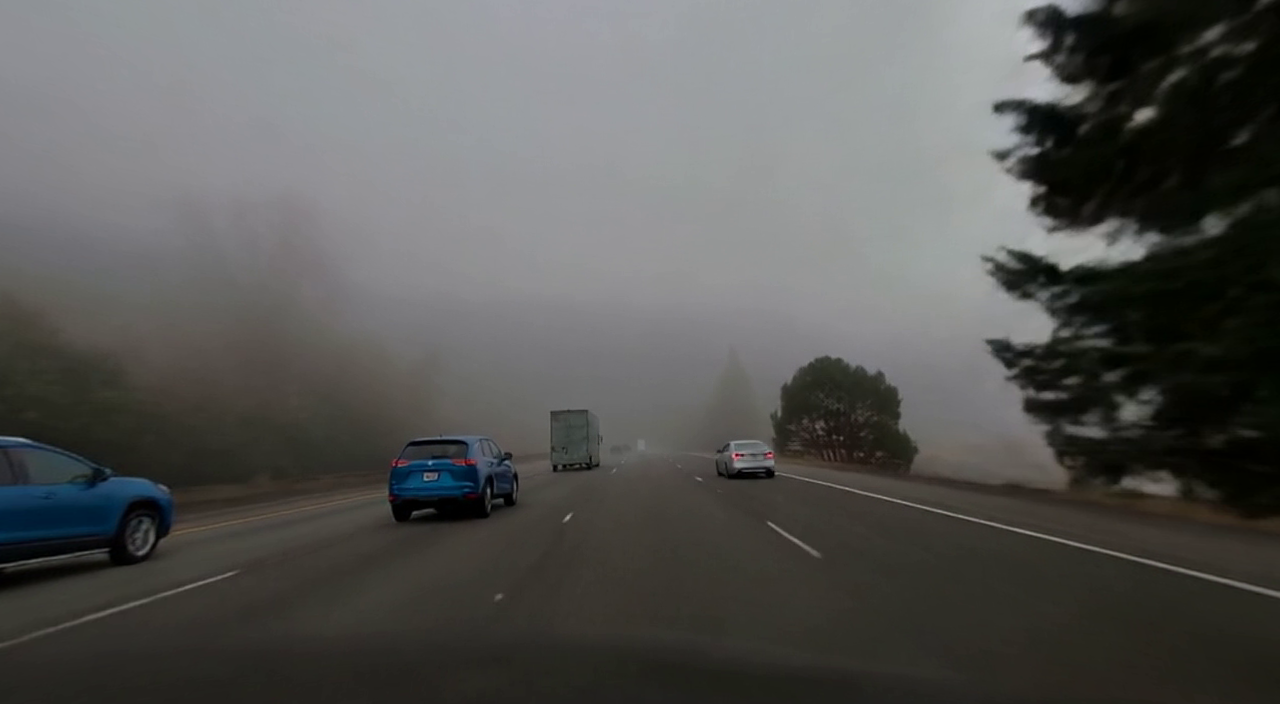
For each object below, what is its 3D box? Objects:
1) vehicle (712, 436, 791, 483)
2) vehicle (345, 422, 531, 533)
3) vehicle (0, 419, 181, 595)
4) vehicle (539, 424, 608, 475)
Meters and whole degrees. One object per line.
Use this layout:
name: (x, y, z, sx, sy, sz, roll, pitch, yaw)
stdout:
vehicle: (4.067, 3.995, 23.790, 2.071, 1.570, 4.637, 0, -8, -1)
vehicle: (-3.535, 2.254, 12.009, 2.080, 1.716, 4.207, 0, -8, 1)
vehicle: (-7.045, 1.440, 5.807, 2.084, 1.639, 4.648, 0, -8, 0)
vehicle: (-3.005, 4.575, 29.794, 2.494, 2.136, 5.539, 0, -8, 2)
